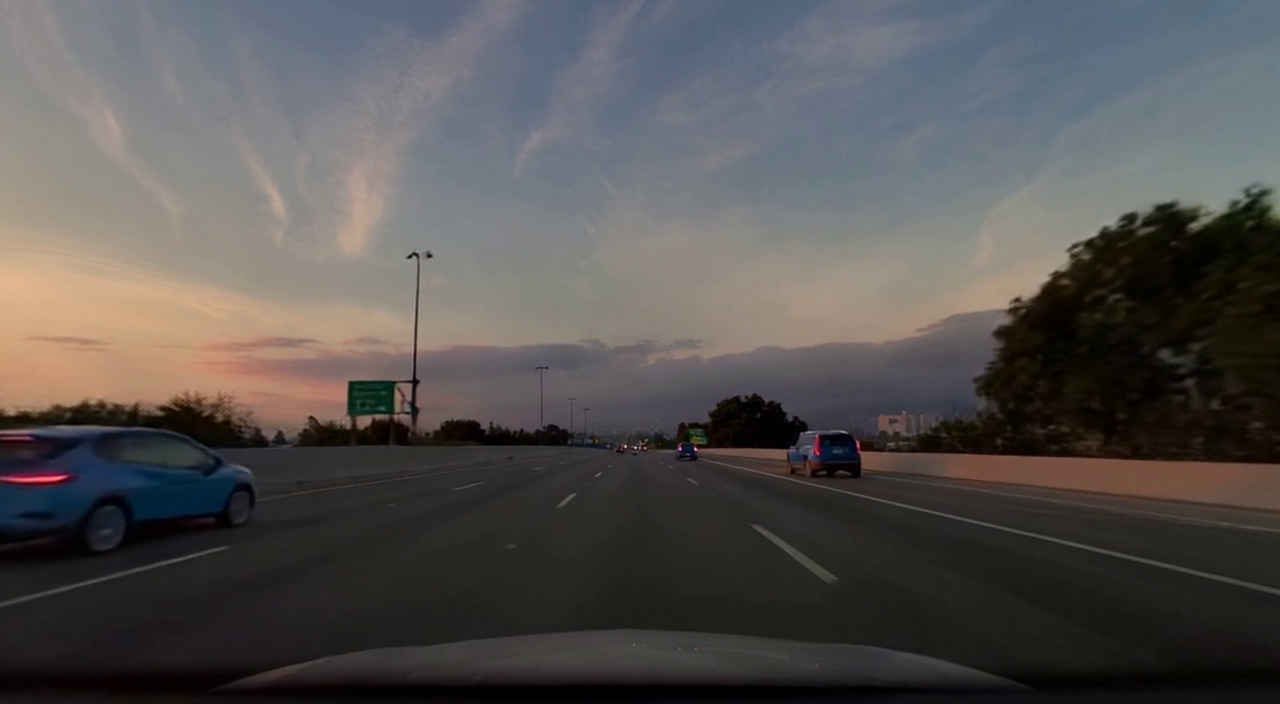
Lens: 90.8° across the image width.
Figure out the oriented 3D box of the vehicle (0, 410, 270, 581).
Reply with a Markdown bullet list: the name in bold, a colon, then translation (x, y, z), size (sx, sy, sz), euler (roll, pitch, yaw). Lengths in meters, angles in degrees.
- **vehicle**: translation (-7.499, 1.703, 8.344), size (2.083, 1.696, 5.464), euler (1, -8, -2)

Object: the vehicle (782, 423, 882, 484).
- **vehicle**: translation (6.773, 3.632, 22.881), size (2.065, 1.953, 4.605), euler (0, -8, -1)

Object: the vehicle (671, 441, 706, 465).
- **vehicle**: translation (3.281, 6.944, 43.512), size (2.000, 1.533, 3.770), euler (0, -8, -2)
